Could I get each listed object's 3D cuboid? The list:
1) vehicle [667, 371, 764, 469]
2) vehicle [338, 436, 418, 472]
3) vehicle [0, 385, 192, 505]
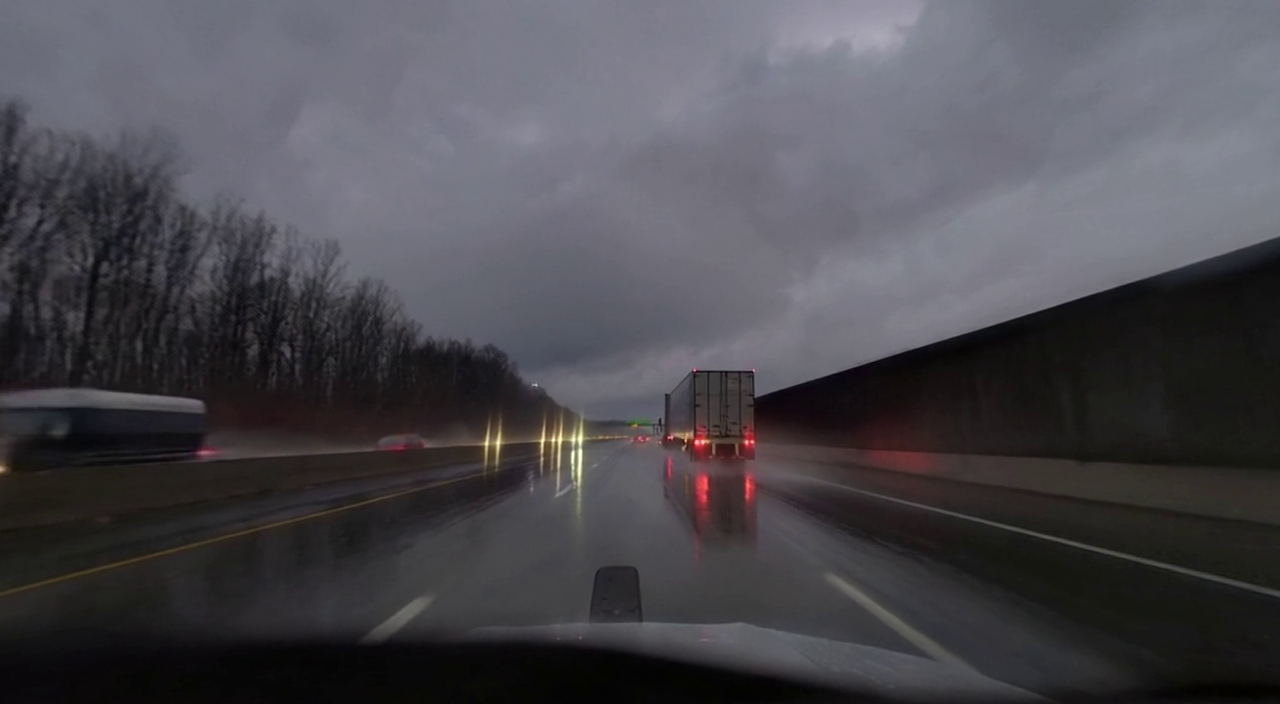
[{"bbox_3d":[3.535,3.876,34.544,2.979,4.161,15.508,1,-7,-2],"label":"vehicle"},{"bbox_3d":[-12.008,4.663,29.153,1.870,1.516,4.423,0,-8,-1],"label":"vehicle"},{"bbox_3d":[-15.572,2.430,16.601,2.333,2.686,7.040,0,-8,-1],"label":"vehicle"}]
